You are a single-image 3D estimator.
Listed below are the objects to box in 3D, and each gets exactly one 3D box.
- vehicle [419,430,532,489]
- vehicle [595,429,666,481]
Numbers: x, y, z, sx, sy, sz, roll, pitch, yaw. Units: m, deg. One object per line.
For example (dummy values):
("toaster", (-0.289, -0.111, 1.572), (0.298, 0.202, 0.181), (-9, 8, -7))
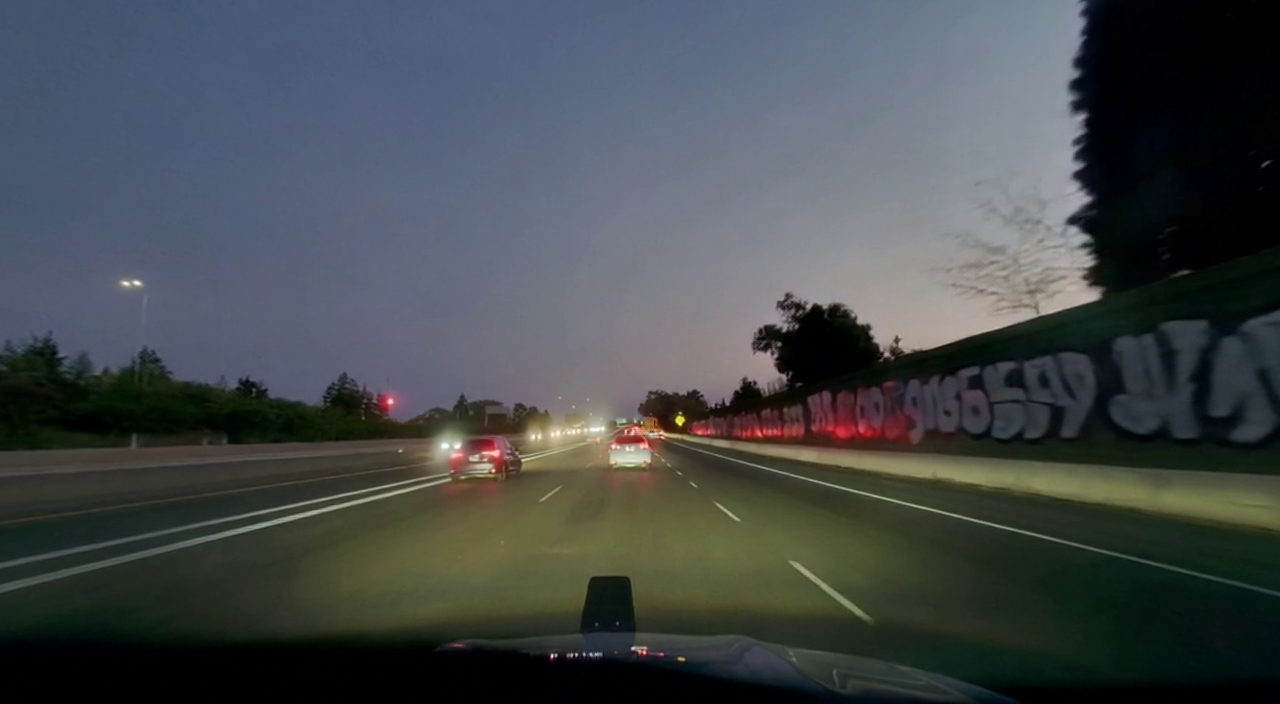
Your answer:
("vehicle", (-4.475, 2.979, 17.910), (2.022, 1.440, 4.491), (0, -8, 0))
("vehicle", (-0.330, 3.218, 20.007), (2.044, 1.477, 3.693), (0, -8, -2))
